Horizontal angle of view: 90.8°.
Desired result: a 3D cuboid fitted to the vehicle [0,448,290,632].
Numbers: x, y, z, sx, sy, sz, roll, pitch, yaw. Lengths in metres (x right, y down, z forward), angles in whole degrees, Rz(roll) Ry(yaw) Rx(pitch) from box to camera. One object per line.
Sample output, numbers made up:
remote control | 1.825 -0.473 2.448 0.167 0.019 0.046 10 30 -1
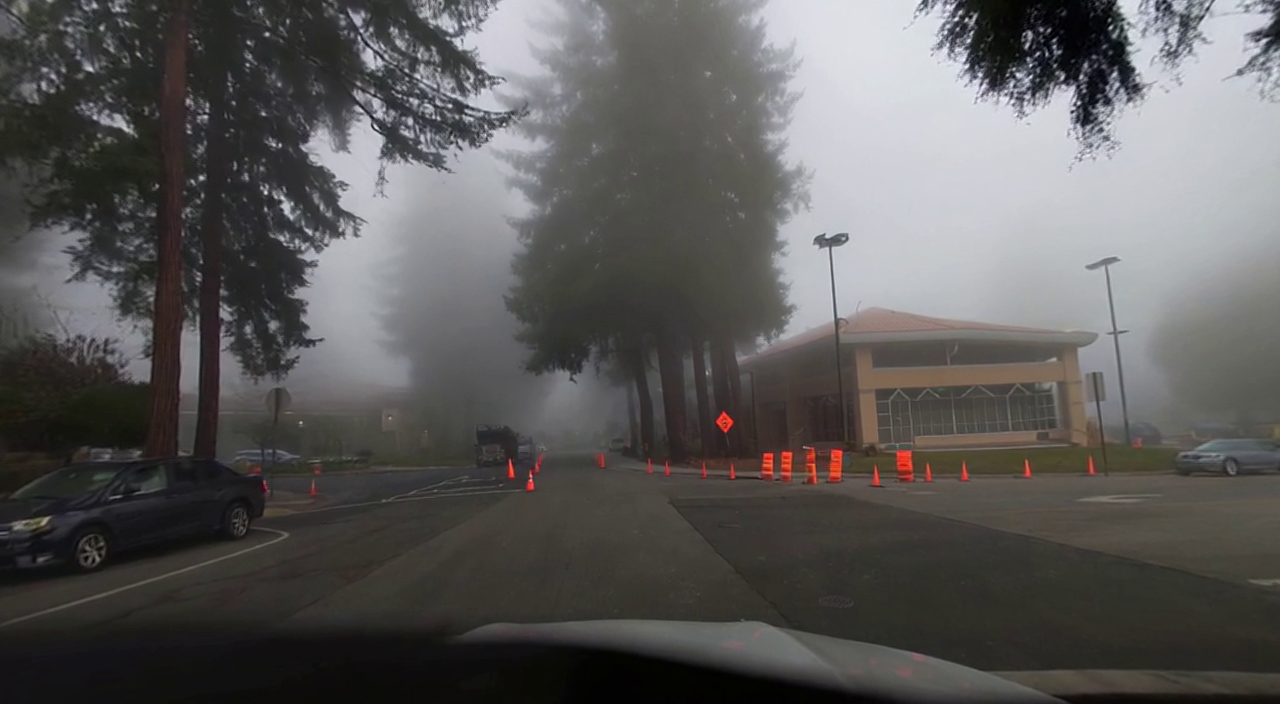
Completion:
vehicle | -7.596 2.015 7.558 2.961 1.701 7.563 1 -9 -4
